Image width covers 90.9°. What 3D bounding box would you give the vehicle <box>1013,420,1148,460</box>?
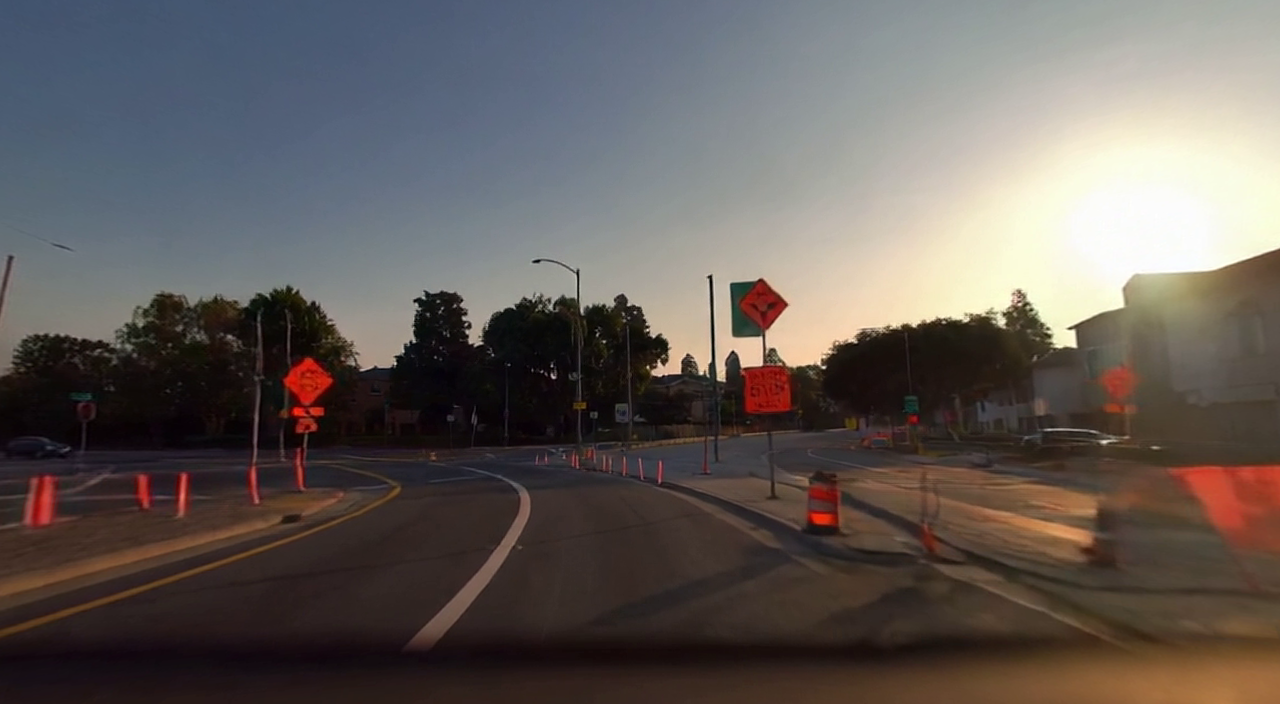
[{"bbox_3d":[20.297,4.104,29.258,4.615,1.738,1.990,-1,-9,8],"label":"vehicle"}]

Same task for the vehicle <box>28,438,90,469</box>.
[{"bbox_3d":[-34.479,6.000,37.346,4.292,1.734,2.159,-8,-11,42],"label":"vehicle"}]

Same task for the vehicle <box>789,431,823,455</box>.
[{"bbox_3d":[12.779,7.065,48.740,2.150,1.779,4.423,-2,-9,10],"label":"vehicle"}]
